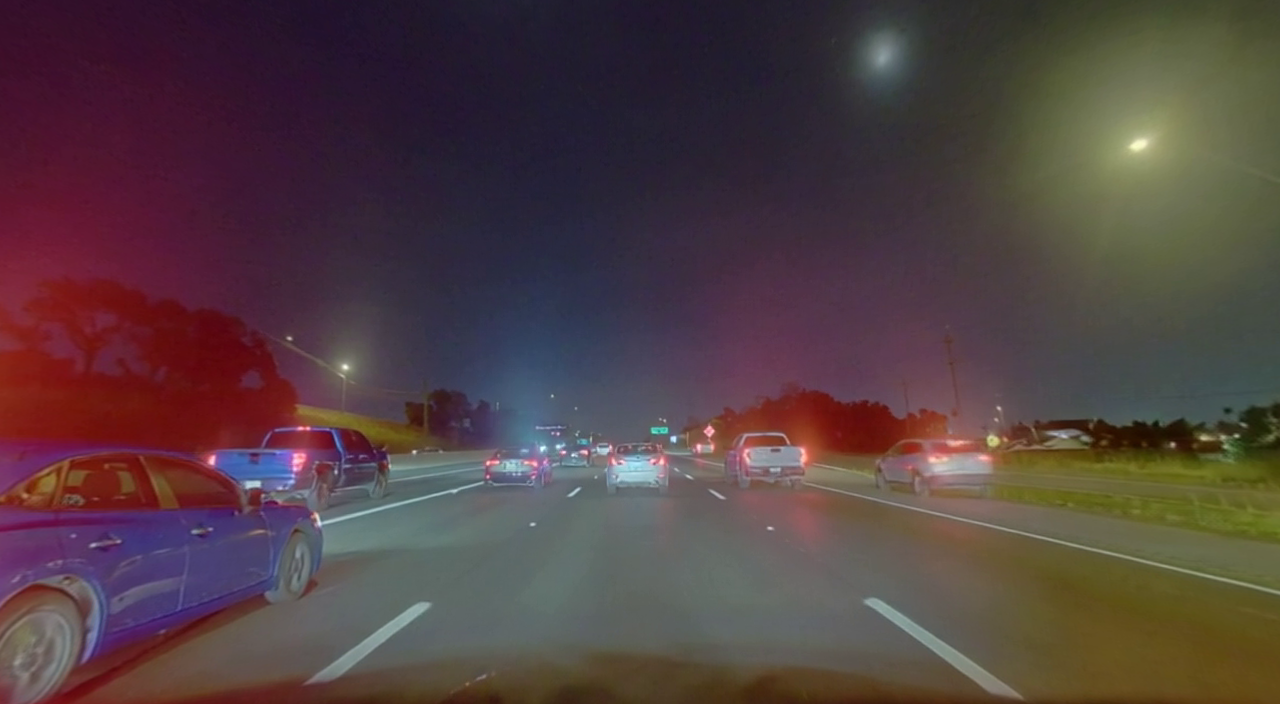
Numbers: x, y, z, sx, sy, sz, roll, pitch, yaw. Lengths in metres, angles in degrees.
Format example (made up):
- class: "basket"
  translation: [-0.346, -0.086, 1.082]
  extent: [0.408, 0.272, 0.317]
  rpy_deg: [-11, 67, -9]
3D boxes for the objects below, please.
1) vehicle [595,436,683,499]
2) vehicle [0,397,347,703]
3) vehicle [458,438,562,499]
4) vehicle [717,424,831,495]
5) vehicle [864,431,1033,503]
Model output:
- class: "vehicle"
  translation: [-0.053, 3.088, 17.421]
  extent: [2.102, 1.499, 4.439]
  rpy_deg: [0, -8, -1]
- class: "vehicle"
  translation: [-3.749, 1.060, 3.537]
  extent: [1.955, 1.481, 4.604]
  rpy_deg: [0, -8, 1]
- class: "vehicle"
  translation: [-3.385, 3.105, 17.272]
  extent: [1.899, 1.437, 4.131]
  rpy_deg: [0, -8, 1]
- class: "vehicle"
  translation: [3.768, 3.155, 18.917]
  extent: [2.113, 1.800, 5.376]
  rpy_deg: [0, -8, -1]
- class: "vehicle"
  translation: [7.904, 2.968, 16.858]
  extent: [1.969, 1.608, 4.865]
  rpy_deg: [0, -8, -1]
